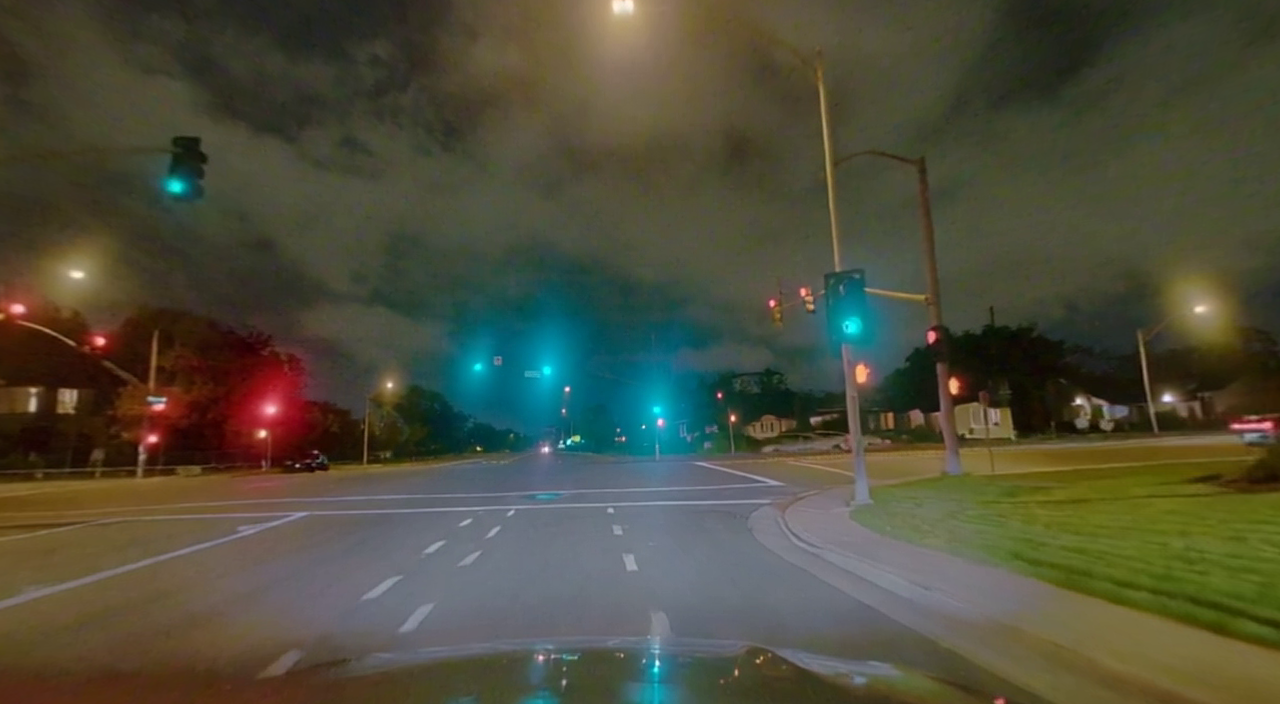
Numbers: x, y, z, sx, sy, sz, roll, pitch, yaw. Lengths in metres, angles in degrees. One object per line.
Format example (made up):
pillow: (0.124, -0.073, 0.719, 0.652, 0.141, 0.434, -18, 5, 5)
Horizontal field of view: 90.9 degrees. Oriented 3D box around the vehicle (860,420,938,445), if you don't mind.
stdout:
vehicle: (18.415, 5.727, 44.937, 4.681, 1.712, 1.976, 0, -8, -4)
